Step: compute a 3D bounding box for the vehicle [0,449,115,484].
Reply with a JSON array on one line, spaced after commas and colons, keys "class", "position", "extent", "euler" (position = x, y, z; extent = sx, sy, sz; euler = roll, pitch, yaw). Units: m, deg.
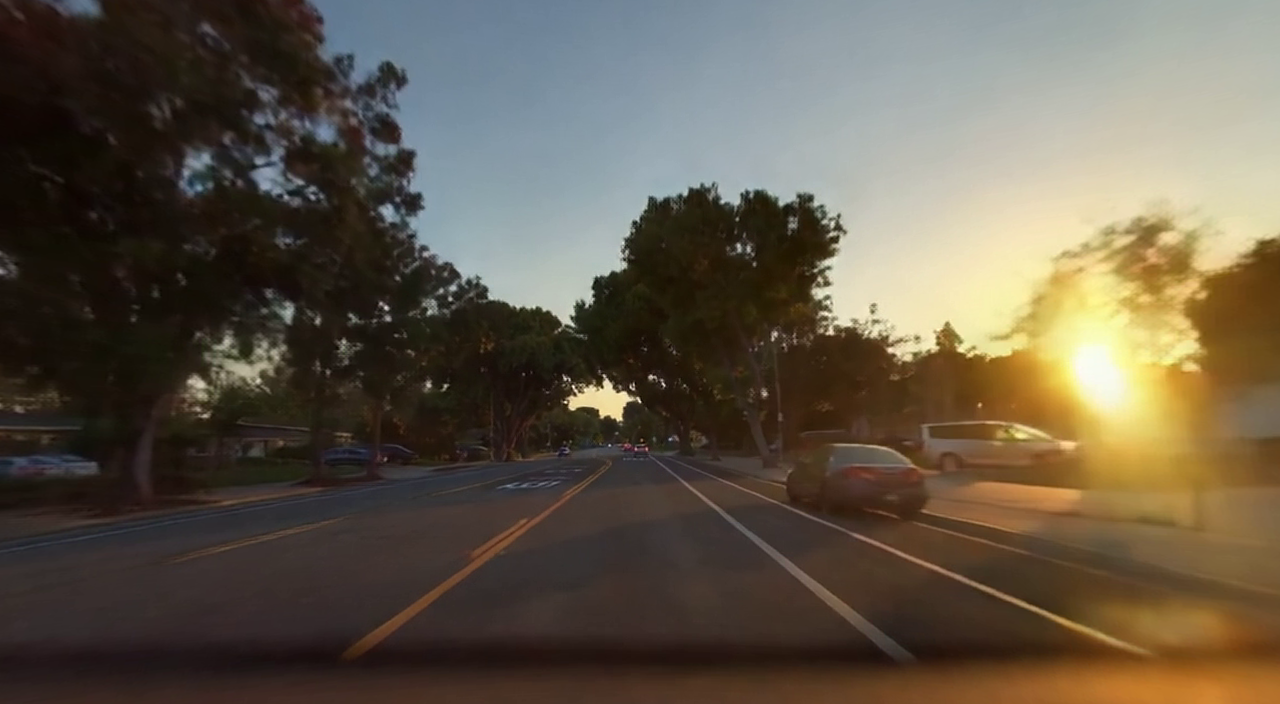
[{"class": "vehicle", "position": [-26.995, 5.152, 28.501], "extent": [4.601, 1.496, 1.991], "euler": [0, -8, 0]}]

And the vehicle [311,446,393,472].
[{"class": "vehicle", "position": [-19.718, 7.317, 43.280], "extent": [4.661, 1.726, 1.978], "euler": [0, -9, -4]}]

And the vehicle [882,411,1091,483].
[{"class": "vehicle", "position": [10.241, 2.908, 19.288], "extent": [2.160, 1.847, 5.442], "euler": [3, -9, -20]}]

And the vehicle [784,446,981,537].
[{"class": "vehicle", "position": [4.580, 2.676, 12.898], "extent": [1.980, 1.465, 4.970], "euler": [0, -8, -1]}]

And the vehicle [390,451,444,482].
[{"class": "vehicle", "position": [-13.025, 6.689, 36.998], "extent": [1.791, 1.552, 3.919], "euler": [-3, -8, 0]}]
